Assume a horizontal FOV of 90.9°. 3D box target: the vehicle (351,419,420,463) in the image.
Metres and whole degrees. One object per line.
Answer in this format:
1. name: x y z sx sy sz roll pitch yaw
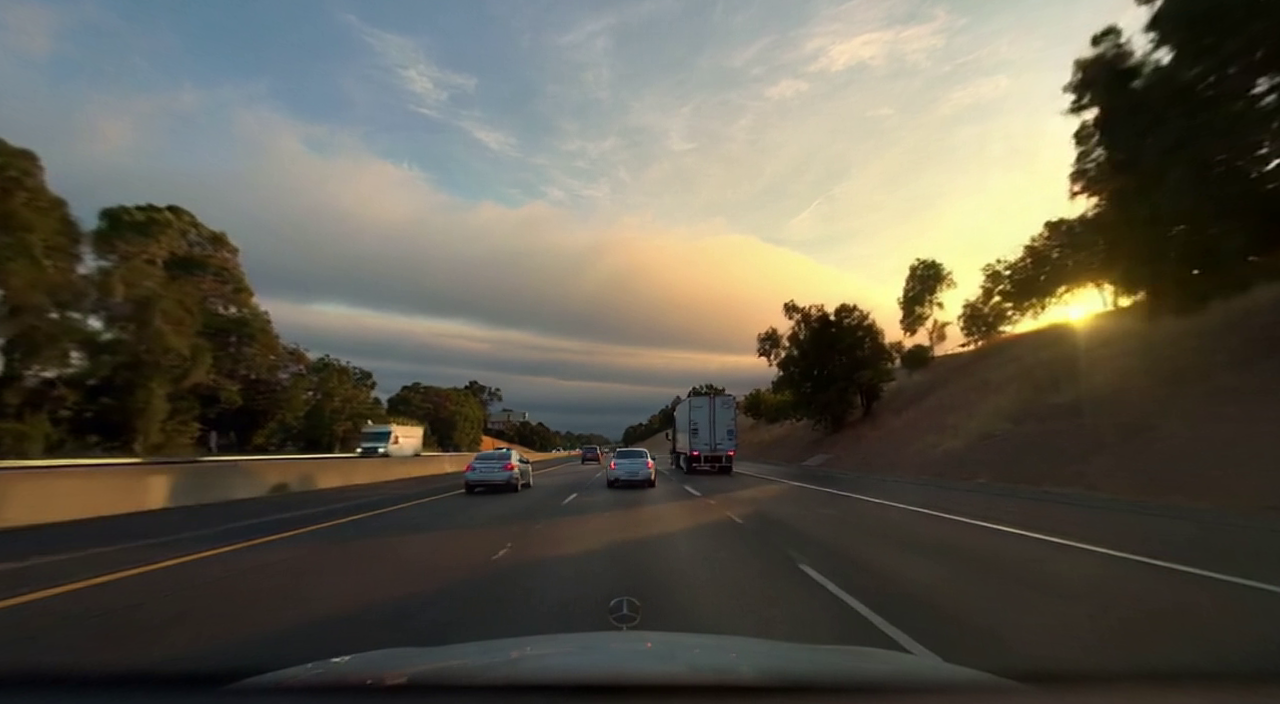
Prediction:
1. vehicle: -16.884 6.011 42.219 2.204 2.696 5.896 0 -9 -1

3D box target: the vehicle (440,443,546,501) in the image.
1. vehicle: -4.085 3.402 18.333 2.017 1.460 4.382 0 -9 0

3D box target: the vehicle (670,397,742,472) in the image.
1. vehicle: 3.939 5.624 41.737 2.905 4.109 14.332 0 -9 -1

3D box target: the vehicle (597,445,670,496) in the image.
1. vehicle: -0.221 3.584 19.448 2.023 1.400 4.028 0 -9 -1

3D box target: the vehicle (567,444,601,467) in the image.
1. vehicle: -4.294 7.984 48.799 2.232 1.688 4.844 0 -9 -1
